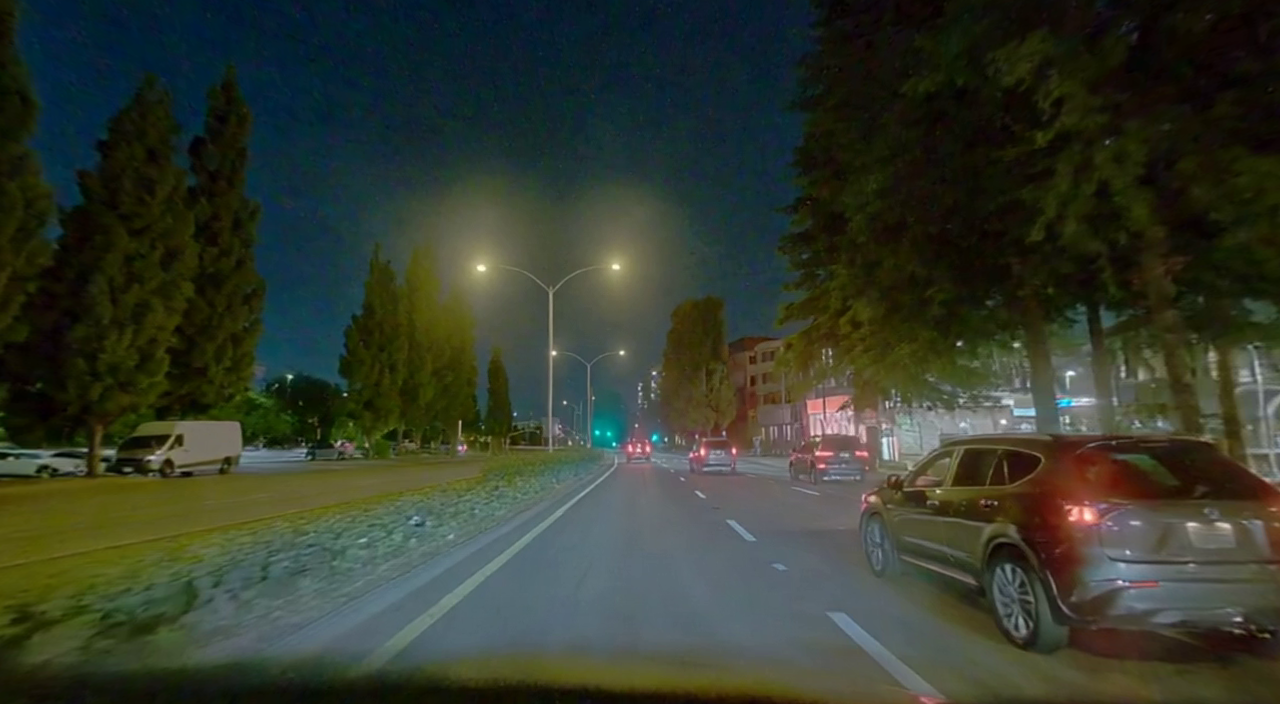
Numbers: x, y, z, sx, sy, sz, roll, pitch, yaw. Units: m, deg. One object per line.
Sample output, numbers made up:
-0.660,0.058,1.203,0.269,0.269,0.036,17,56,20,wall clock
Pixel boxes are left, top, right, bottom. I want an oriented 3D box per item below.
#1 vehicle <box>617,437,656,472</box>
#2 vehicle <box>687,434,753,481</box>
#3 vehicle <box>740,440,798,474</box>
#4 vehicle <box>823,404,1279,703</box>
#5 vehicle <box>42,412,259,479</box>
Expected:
-0.239,5.778,35.674,2.051,1.798,4.168,0,-8,-1,vehicle
3.208,4.319,26.082,2.000,1.745,4.206,0,-8,-2,vehicle
6.618,5.435,32.787,1.954,1.606,4.423,0,-8,-2,vehicle
2.946,1.237,4.517,1.883,1.452,4.258,0,-8,-1,vehicle
-25.783,5.010,33.673,8.344,3.233,3.218,2,-8,-10,vehicle
